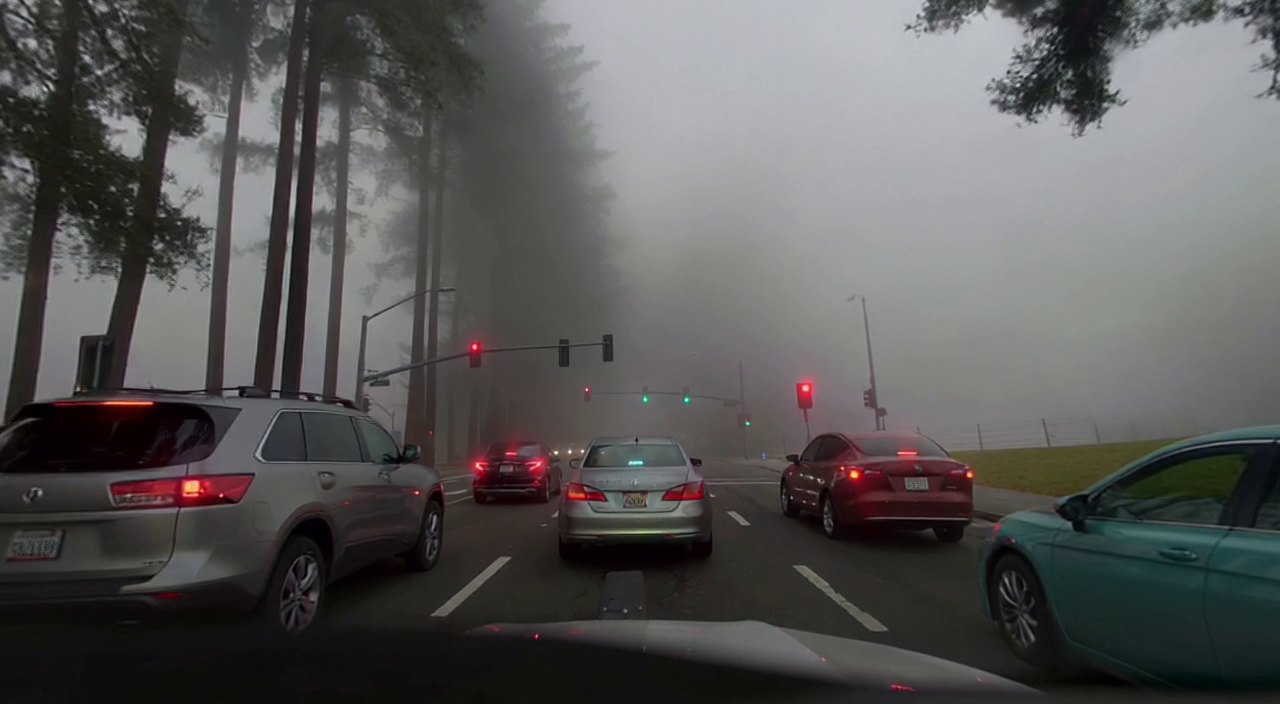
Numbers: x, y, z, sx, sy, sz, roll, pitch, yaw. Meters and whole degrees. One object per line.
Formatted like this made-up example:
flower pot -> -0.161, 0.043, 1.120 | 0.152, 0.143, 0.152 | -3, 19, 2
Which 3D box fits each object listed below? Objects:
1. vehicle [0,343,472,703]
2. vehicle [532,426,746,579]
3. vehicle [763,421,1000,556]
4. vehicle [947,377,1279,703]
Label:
vehicle -> -3.143, 1.175, 5.128 | 2.168, 1.750, 4.625 | -1, -8, 1
vehicle -> -0.035, 1.809, 8.373 | 2.147, 1.507, 3.953 | 0, -8, -1
vehicle -> 3.423, 2.016, 10.052 | 2.040, 1.647, 4.379 | 0, -9, 0
vehicle -> 3.320, 0.964, 2.829 | 1.899, 1.588, 3.888 | 0, -8, 0
